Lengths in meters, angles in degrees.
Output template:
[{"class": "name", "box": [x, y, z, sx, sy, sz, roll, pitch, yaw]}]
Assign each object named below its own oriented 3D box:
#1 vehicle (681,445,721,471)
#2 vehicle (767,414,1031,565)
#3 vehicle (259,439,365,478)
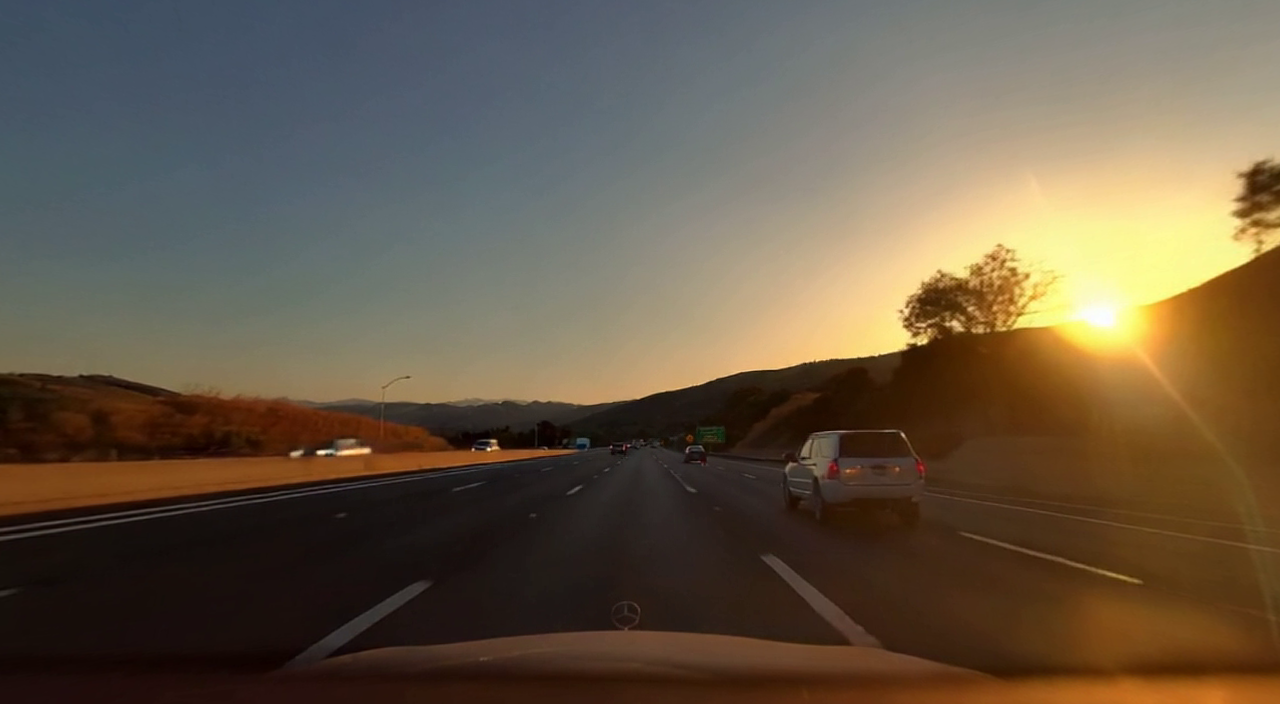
[{"class": "vehicle", "box": [3.714, 6.518, 39.037, 2.047, 1.501, 4.237, 0, -9, 0]}, {"class": "vehicle", "box": [3.326, 1.866, 9.194, 2.095, 1.668, 4.135, 0, -9, 0]}, {"class": "vehicle", "box": [-14.234, 4.662, 27.713, 1.977, 1.535, 4.707, 0, -9, 2]}]
